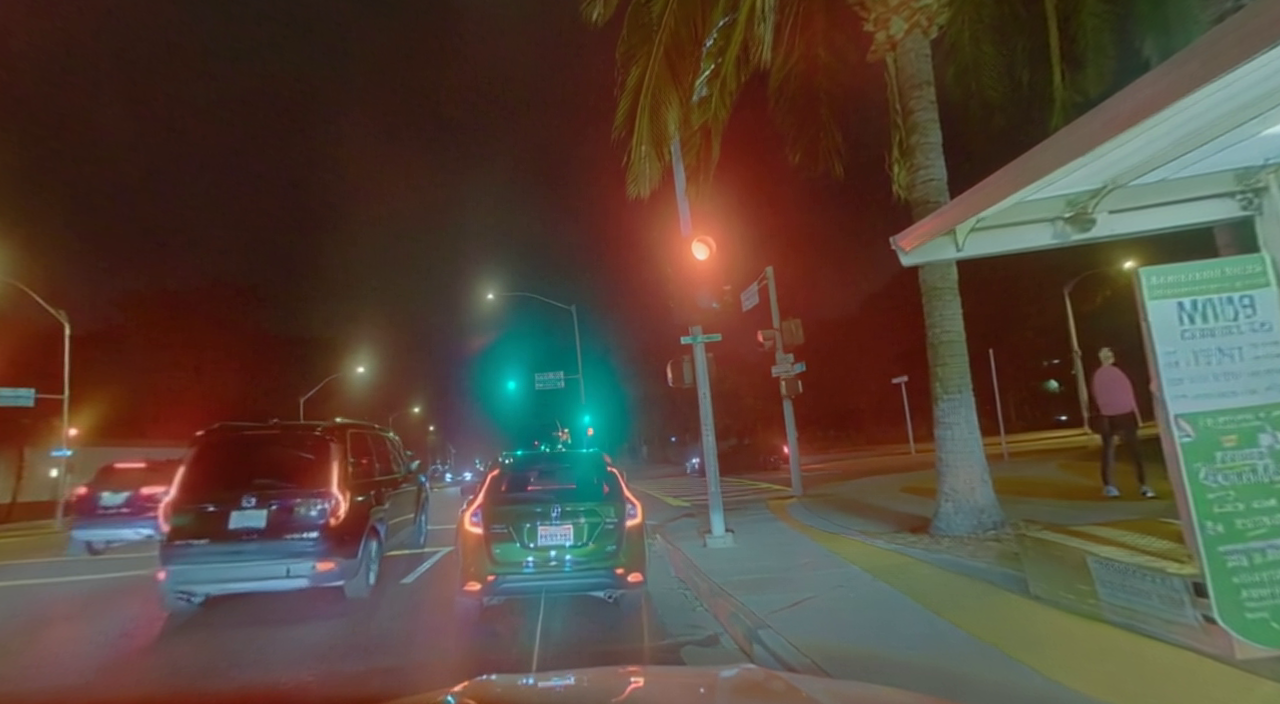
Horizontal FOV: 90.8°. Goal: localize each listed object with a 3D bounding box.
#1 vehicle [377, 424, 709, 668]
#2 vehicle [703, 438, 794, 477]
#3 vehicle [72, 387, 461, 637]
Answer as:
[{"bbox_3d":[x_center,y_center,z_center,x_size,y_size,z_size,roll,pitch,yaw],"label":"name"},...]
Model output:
[{"bbox_3d":[-0.894,1.522,6.177,2.065,1.467,4.289,1,-9,-9],"label":"vehicle"},{"bbox_3d":[5.333,5.201,31.206,3.987,1.636,1.903,4,-6,-13],"label":"vehicle"},{"bbox_3d":[-3.472,1.547,7.184,2.098,1.851,4.571,1,-9,-8],"label":"vehicle"}]
